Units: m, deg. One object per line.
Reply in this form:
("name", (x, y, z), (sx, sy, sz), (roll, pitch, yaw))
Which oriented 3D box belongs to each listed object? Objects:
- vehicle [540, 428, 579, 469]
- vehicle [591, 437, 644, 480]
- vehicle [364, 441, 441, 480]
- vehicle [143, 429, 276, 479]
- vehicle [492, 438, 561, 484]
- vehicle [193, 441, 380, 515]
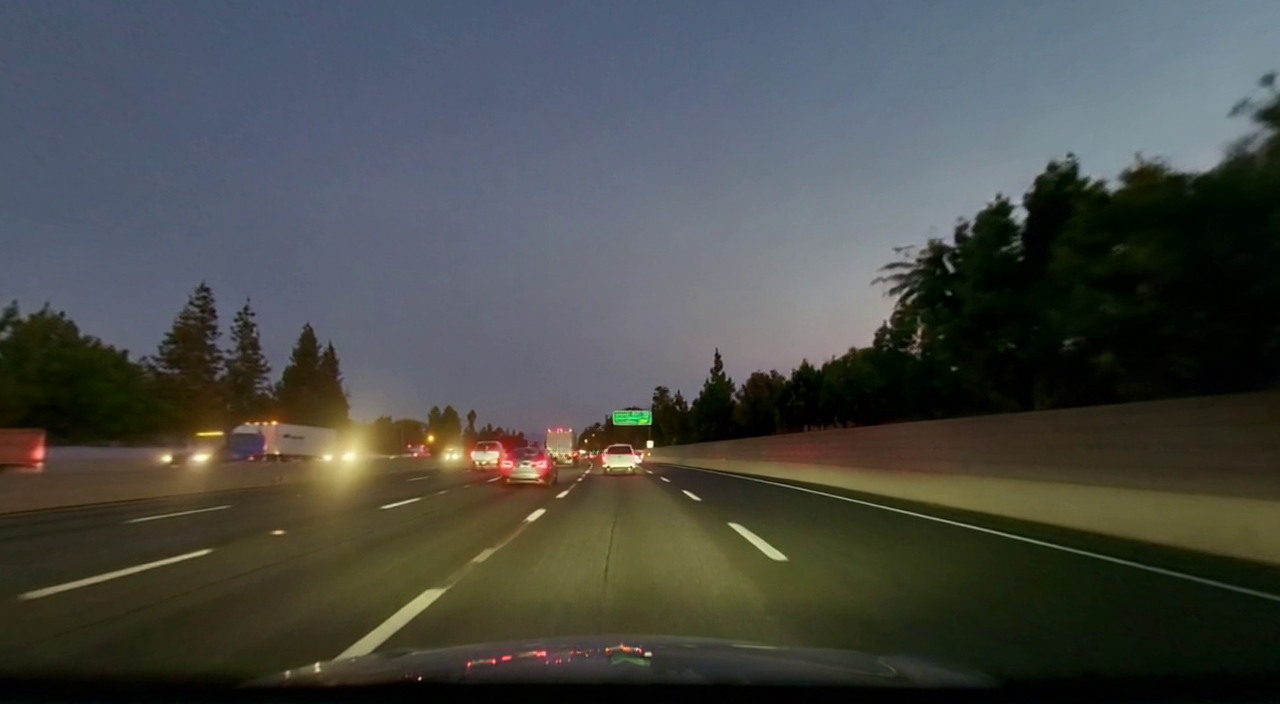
("vehicle", (-5.595, 6.810, 44.494), (2.279, 2.672, 5.256), (0, -8, -2))
("vehicle", (-0.995, 4.528, 27.107), (2.092, 1.671, 3.772), (0, -8, -3))
("vehicle", (-11.951, 5.456, 32.201), (2.079, 1.807, 5.187), (0, -8, -2))
("vehicle", (-16.744, 3.988, 24.906), (2.044, 1.747, 4.769), (0, -8, -3))
("vehicle", (-4.315, 4.216, 24.744), (2.005, 1.631, 4.295), (0, -8, -1))
("vehicle", (-7.988, 2.845, 14.853), (1.896, 1.465, 4.399), (0, -8, 0))
